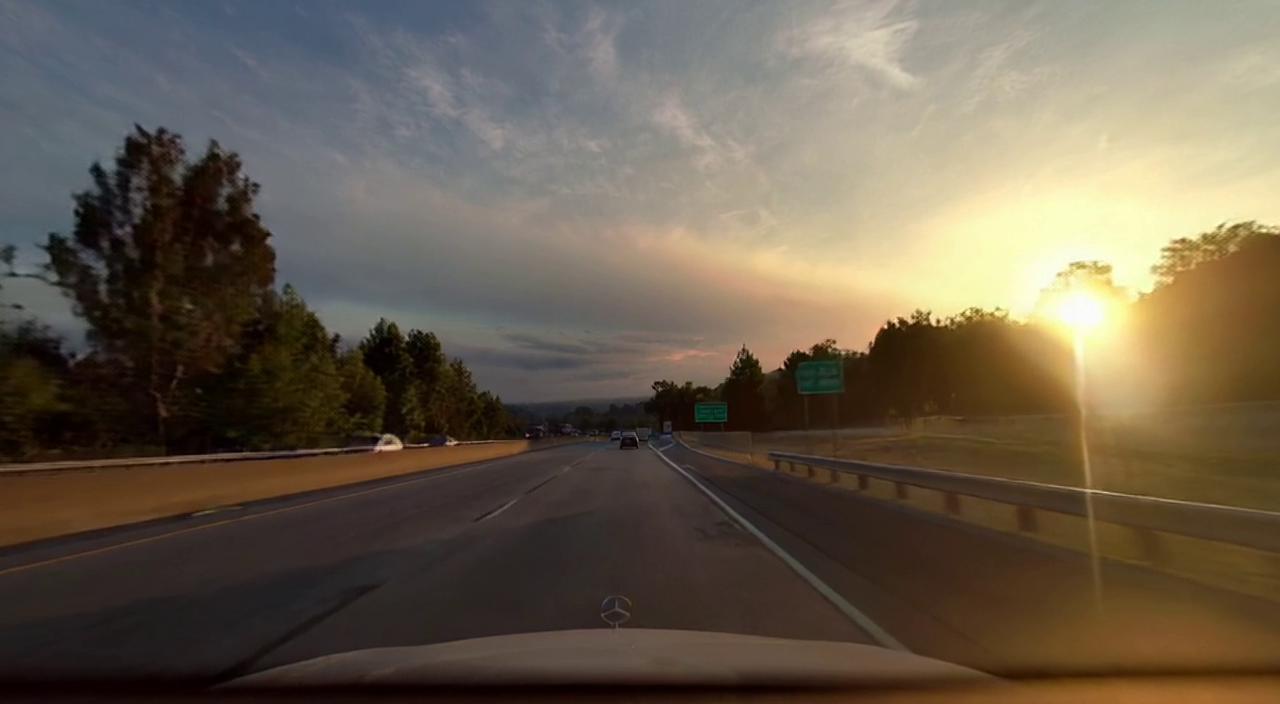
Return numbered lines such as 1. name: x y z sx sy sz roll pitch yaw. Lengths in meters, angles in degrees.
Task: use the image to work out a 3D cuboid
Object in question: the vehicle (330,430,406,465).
1. vehicle: -13.387 4.700 31.264 1.915 1.590 4.214 0 -8 -1
